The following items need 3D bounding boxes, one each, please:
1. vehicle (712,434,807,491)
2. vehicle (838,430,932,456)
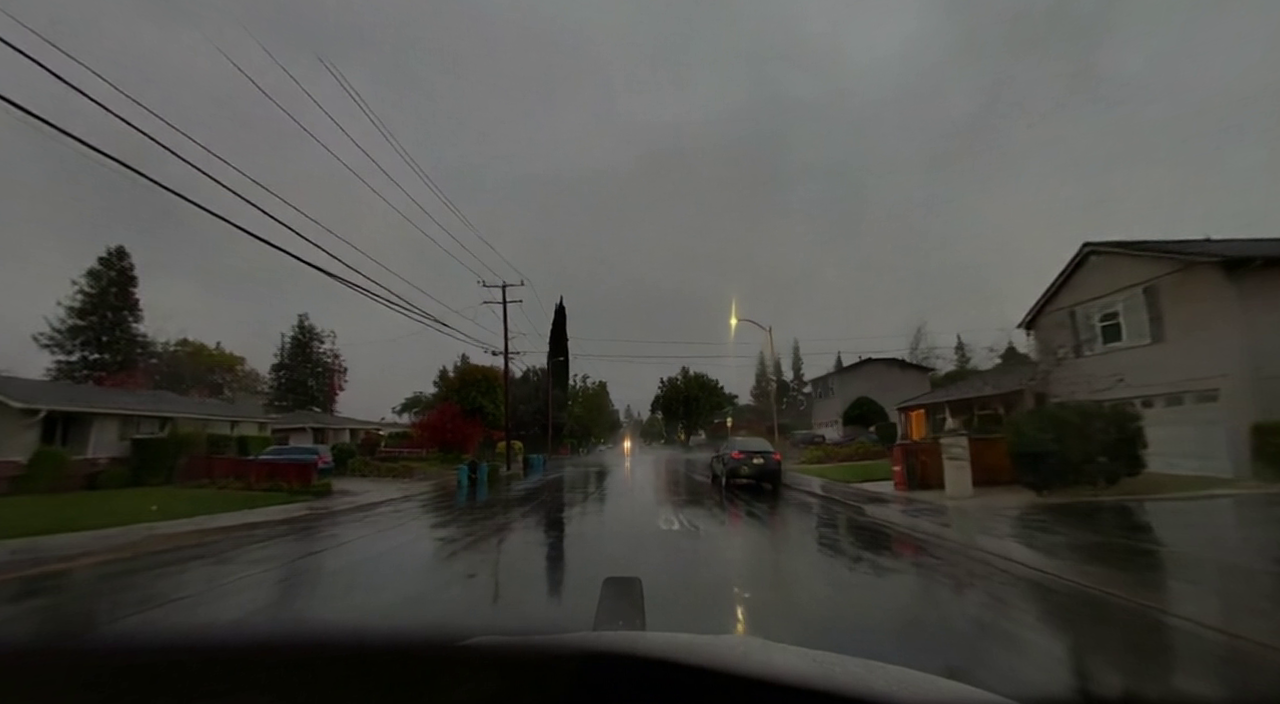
[{"bbox_3d":[3.560,3.391,19.761,2.012,1.531,4.557,0,-8,-1],"label":"vehicle"},{"bbox_3d":[14.445,5.413,37.515,4.737,1.493,2.001,-1,-8,4],"label":"vehicle"}]
